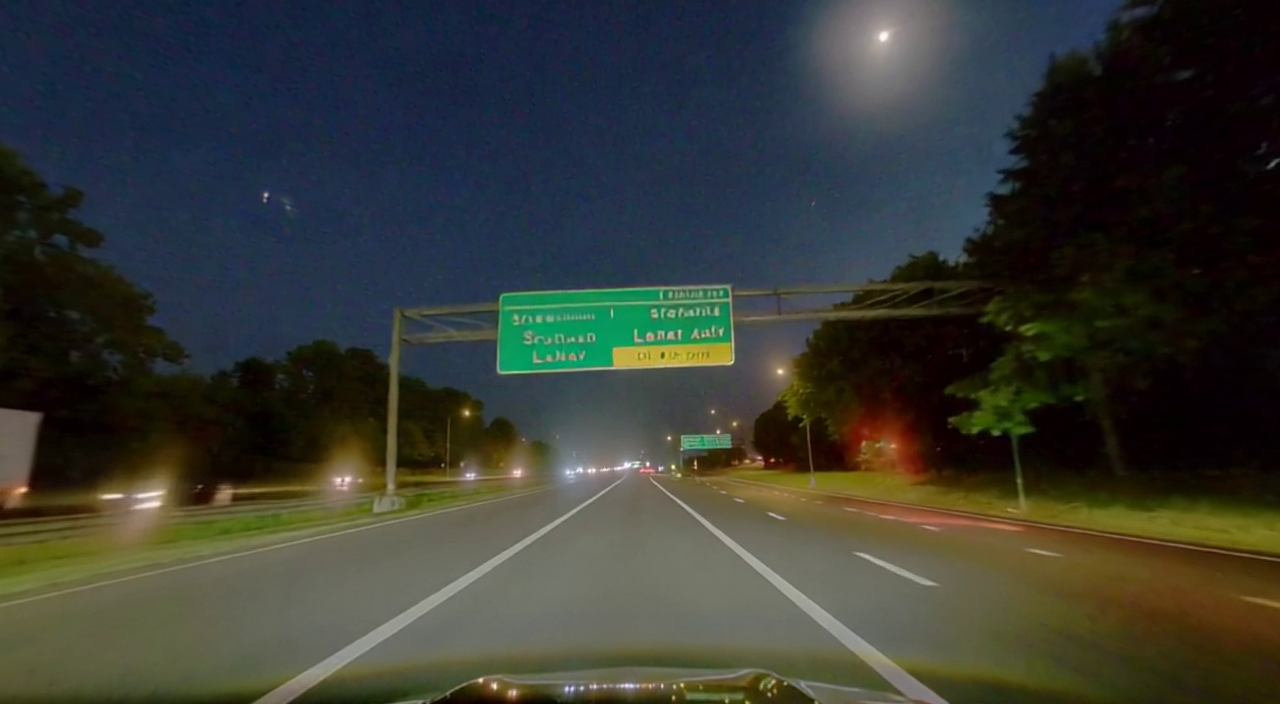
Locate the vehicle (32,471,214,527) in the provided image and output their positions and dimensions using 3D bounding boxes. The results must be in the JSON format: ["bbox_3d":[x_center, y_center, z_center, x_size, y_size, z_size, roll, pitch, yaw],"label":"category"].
[{"bbox_3d":[-16.179,4.594,20.139,1.874,1.496,4.616,1,-11,0],"label":"vehicle"}]
